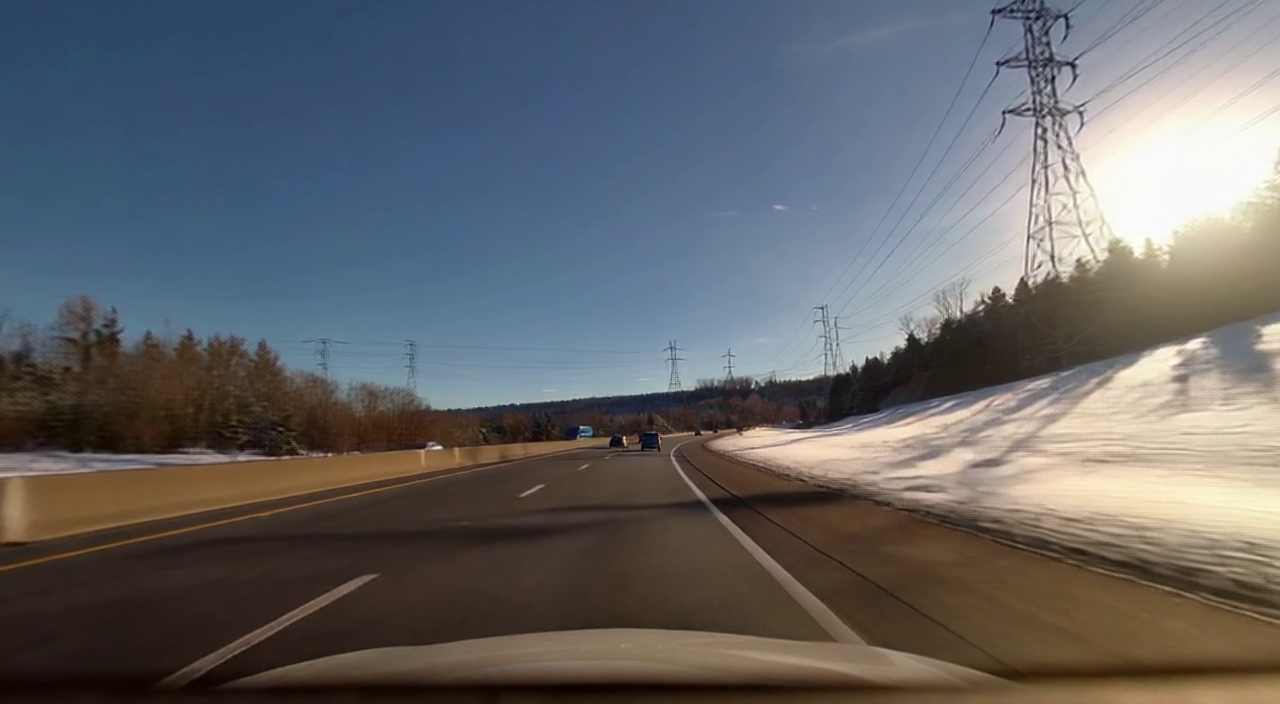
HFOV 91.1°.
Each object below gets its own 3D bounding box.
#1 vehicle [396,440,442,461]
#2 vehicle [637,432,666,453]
[{"bbox_3d":[-17.370,7.727,49.606,1.933,1.525,4.315,0,-8,2],"label":"vehicle"},{"bbox_3d":[0.898,6.877,47.740,2.077,1.523,4.206,0,-8,2],"label":"vehicle"}]
